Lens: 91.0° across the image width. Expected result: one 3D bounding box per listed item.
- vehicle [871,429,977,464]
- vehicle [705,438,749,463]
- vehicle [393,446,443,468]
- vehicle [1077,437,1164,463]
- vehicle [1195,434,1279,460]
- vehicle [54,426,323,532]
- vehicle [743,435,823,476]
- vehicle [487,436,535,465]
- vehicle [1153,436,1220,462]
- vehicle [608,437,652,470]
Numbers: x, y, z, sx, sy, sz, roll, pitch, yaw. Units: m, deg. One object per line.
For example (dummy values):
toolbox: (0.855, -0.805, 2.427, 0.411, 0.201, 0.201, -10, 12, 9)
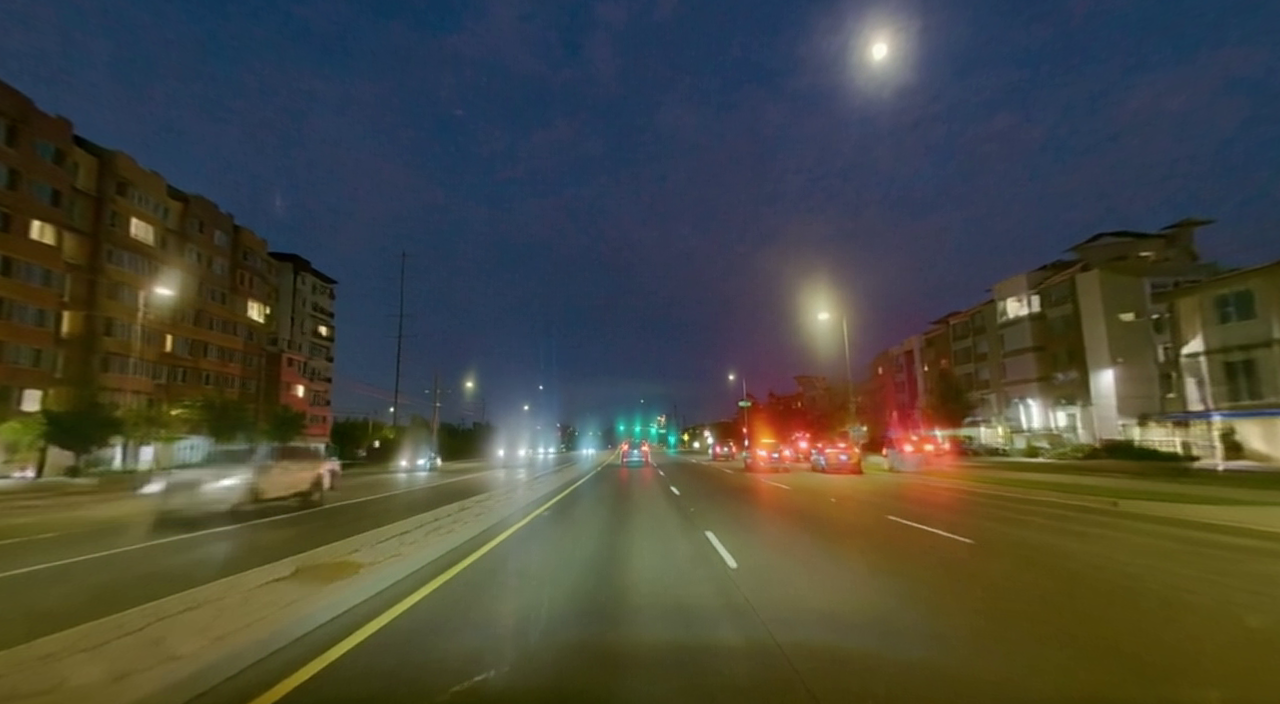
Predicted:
vehicle: (17.520, 5.843, 39.002, 5.388, 2.082, 2.328, 1, -9, -5)
vehicle: (5.587, 6.407, 40.945, 2.154, 1.554, 4.149, 0, -8, -2)
vehicle: (-16.100, 7.635, 45.860, 1.977, 1.514, 4.720, 0, -8, 0)
vehicle: (29.444, 6.026, 38.766, 1.781, 1.507, 4.628, 0, -9, 2)
vehicle: (37.026, 5.896, 39.026, 1.681, 1.536, 3.704, 0, -8, 0)
vehicle: (-8.590, 2.428, 12.658, 2.013, 1.737, 4.510, 0, -8, 0)
vehicle: (5.883, 4.329, 26.539, 2.121, 1.557, 4.898, 0, -8, -2)
vehicle: (-8.875, 6.851, 43.739, 2.357, 1.894, 4.864, 0, -9, 0)
vehicle: (33.596, 5.975, 38.808, 1.932, 1.536, 3.835, -3, -9, 23)
vehicle: (-0.500, 5.142, 32.039, 2.106, 1.553, 3.964, 0, -8, -1)
